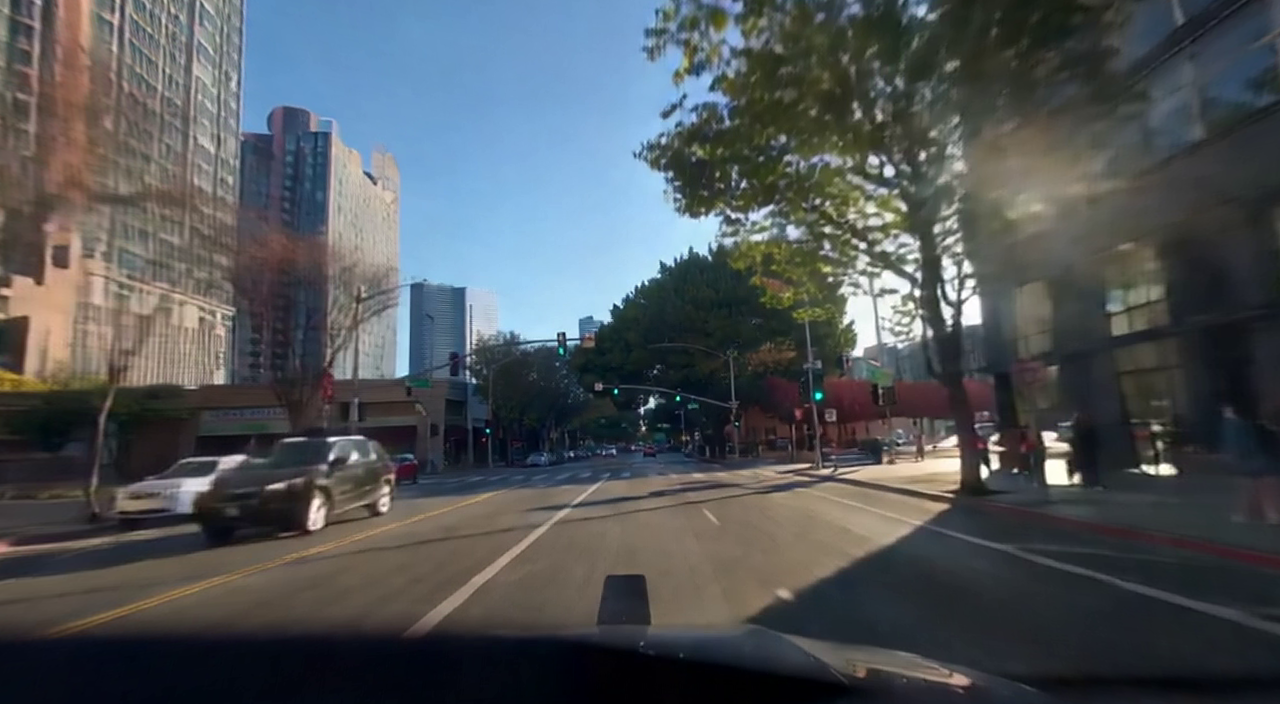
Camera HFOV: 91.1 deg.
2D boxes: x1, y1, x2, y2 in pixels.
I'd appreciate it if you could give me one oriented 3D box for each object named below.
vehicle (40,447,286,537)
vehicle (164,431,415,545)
[{"bbox_3d":[-12.256,3.557,16.862,2.126,1.963,5.547,0,-9,2],"label":"vehicle"},{"bbox_3d":[-6.103,2.389,11.742,2.128,1.704,4.343,0,-9,1],"label":"vehicle"}]
